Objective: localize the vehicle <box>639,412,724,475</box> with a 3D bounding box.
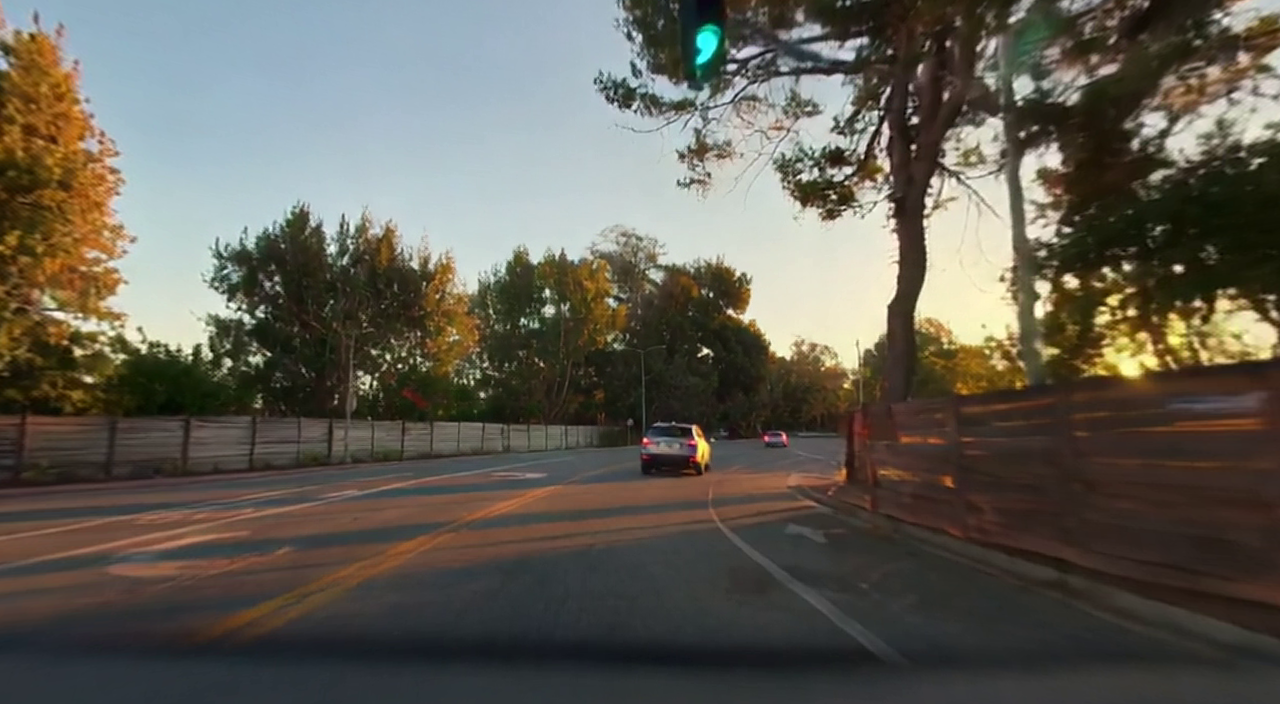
[{"bbox_3d":[1.504,2.983,20.916,2.230,1.827,4.580,-1,-8,11],"label":"vehicle"}]
